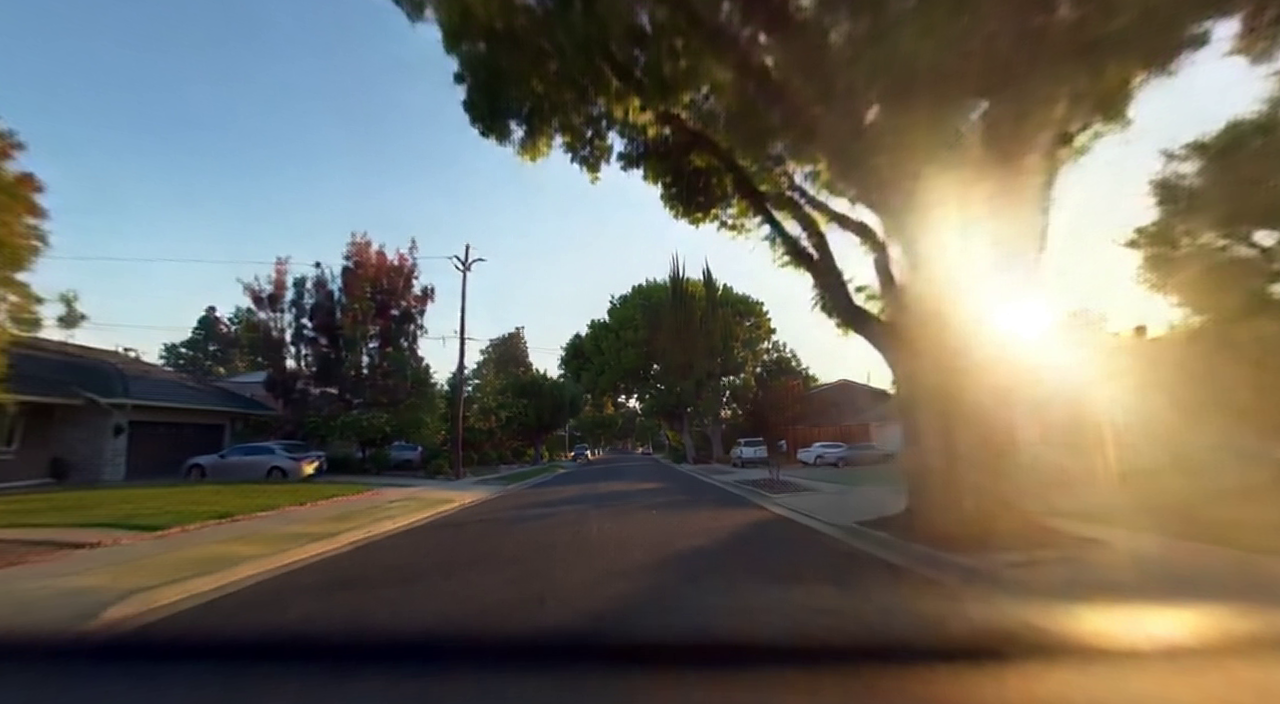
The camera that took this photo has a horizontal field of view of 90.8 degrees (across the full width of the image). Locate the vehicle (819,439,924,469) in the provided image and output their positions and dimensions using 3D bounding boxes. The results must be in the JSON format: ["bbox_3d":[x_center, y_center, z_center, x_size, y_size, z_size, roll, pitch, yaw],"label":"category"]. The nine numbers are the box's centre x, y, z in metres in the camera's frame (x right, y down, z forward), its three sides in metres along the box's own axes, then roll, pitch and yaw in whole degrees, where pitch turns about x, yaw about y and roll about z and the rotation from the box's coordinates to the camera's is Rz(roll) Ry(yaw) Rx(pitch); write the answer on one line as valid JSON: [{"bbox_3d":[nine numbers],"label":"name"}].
[{"bbox_3d":[11.977,5.295,32.916,4.686,1.466,1.869,0,-9,-1],"label":"vehicle"}]

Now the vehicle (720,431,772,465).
[{"bbox_3d":[6.656,6.099,40.255,2.233,1.923,4.848,-3,-8,-2],"label":"vehicle"}]

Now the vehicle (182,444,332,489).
[{"bbox_3d":[-13.810,4.122,23.005,4.190,1.529,1.880,1,-9,-4],"label":"vehicle"}]
